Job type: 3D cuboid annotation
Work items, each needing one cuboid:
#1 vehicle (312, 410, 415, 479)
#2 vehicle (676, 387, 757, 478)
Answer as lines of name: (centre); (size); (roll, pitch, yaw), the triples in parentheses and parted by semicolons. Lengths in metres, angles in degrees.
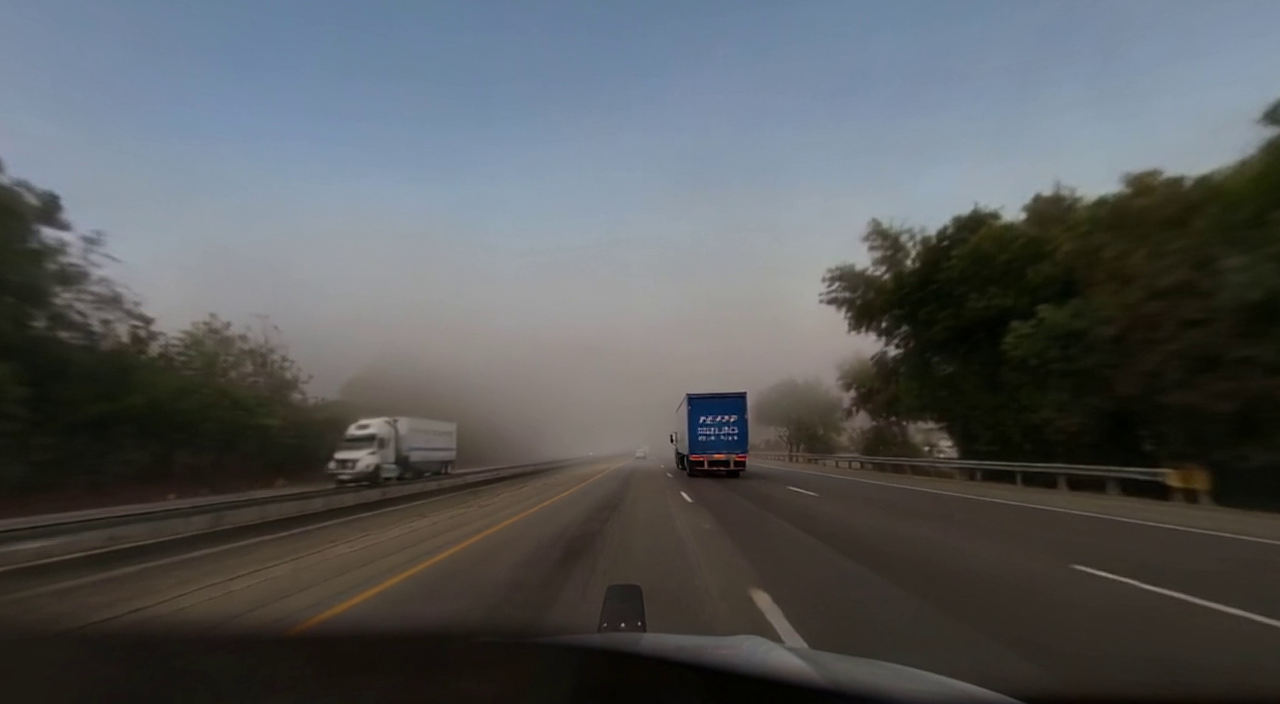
vehicle: (-15.922, 5.442, 36.937); (2.892, 3.651, 6.549); (0, -9, 1)
vehicle: (3.968, 4.712, 35.988); (3.341, 4.269, 12.252); (0, -9, 1)
